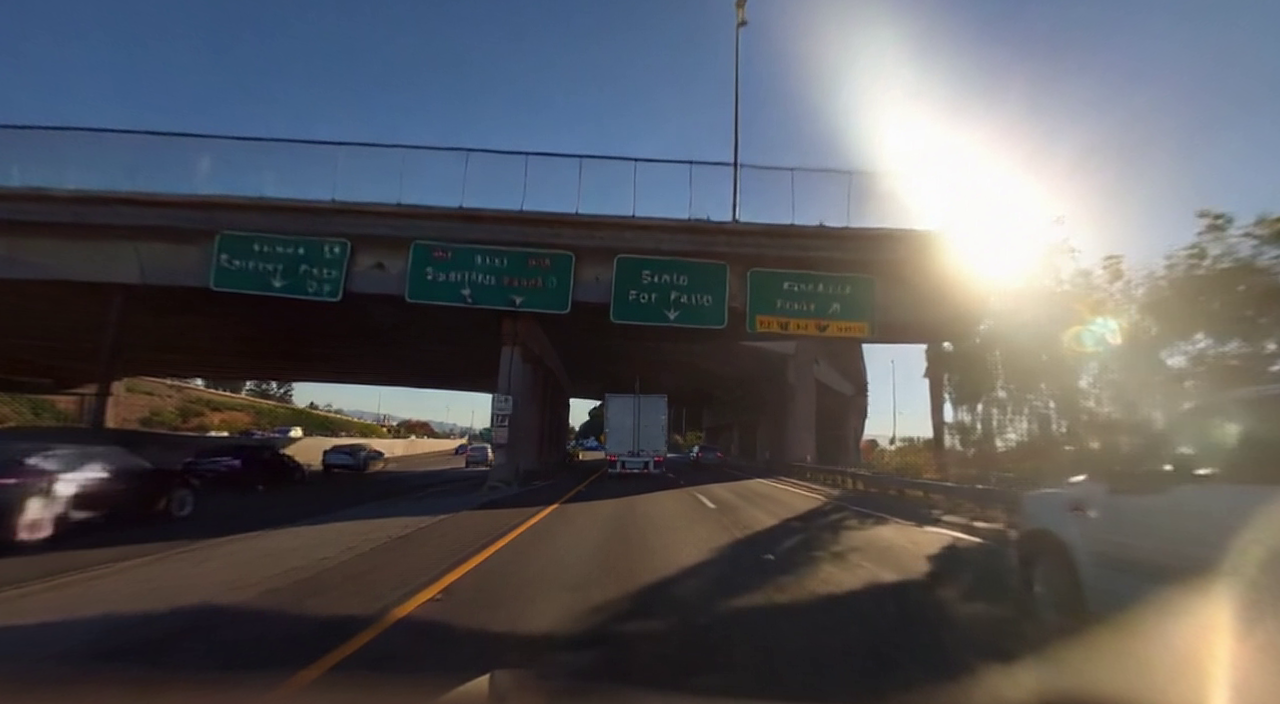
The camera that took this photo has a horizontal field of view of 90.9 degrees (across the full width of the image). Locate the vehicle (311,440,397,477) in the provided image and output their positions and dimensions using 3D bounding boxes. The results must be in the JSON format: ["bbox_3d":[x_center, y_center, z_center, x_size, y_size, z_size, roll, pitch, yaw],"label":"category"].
[{"bbox_3d":[-12.625,4.736,28.201,1.906,1.510,4.303,0,-9,-1],"label":"vehicle"}]

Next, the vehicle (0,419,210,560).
[{"bbox_3d":[-8.185,1.724,8.255,2.006,1.562,4.475,0,-9,-1],"label":"vehicle"}]

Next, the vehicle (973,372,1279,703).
[{"bbox_3d":[3.919,0.936,2.667,2.189,1.709,5.131,0,-9,0],"label":"vehicle"}]

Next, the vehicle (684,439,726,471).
[{"bbox_3d":[4.281,6.858,42.168,2.174,1.968,5.016,0,-9,-1],"label":"vehicle"}]

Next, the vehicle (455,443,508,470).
[{"bbox_3d":[-9.351,6.234,37.706,2.057,1.506,4.829,0,-9,-2],"label":"vehicle"}]

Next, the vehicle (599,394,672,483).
[{"bbox_3d":[-0.239,4.332,30.954,2.916,3.584,10.841,0,-9,-1],"label":"vehicle"}]
